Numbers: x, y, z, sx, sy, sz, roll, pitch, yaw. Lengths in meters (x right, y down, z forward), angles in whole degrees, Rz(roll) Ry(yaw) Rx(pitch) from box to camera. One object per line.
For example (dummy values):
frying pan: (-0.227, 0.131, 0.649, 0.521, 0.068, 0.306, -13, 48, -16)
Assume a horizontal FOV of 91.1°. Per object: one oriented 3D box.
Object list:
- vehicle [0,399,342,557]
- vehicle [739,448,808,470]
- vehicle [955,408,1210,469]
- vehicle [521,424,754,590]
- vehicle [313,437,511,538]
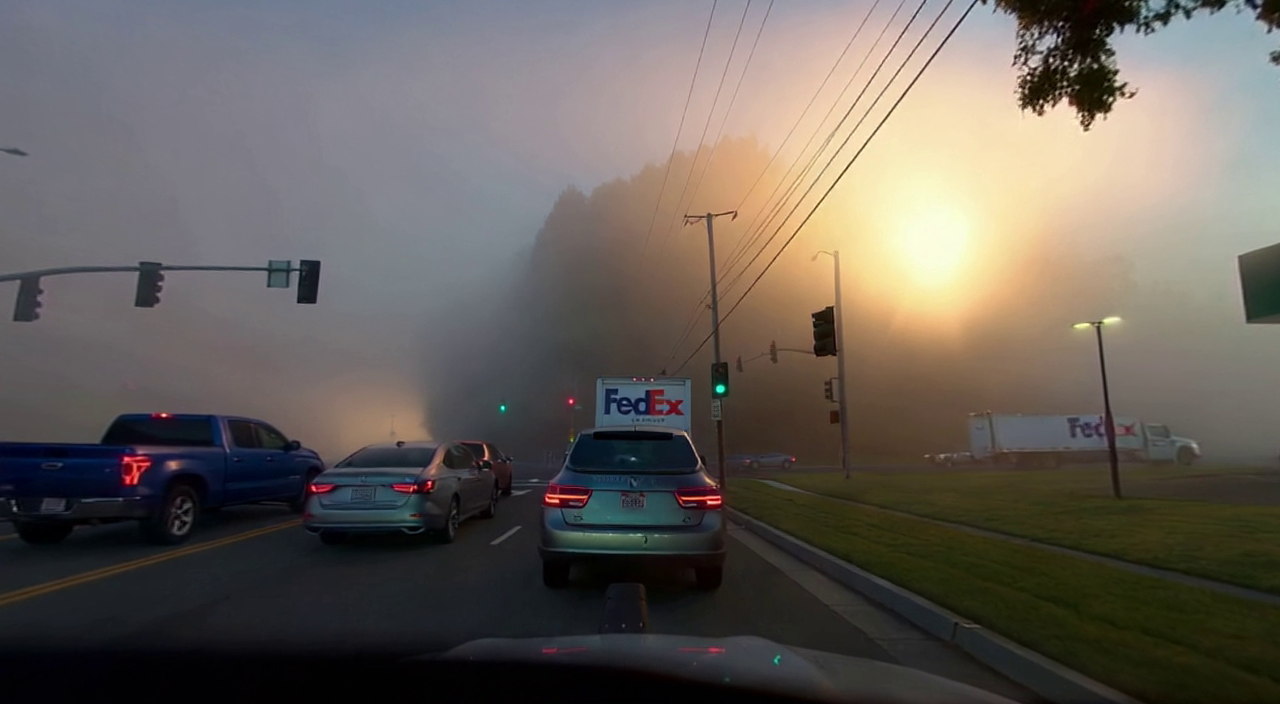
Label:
vehicle: (-7.285, 1.926, 10.392, 2.125, 1.893, 5.498, 0, -9, -2)
vehicle: (10.255, 8.230, 48.347, 4.805, 1.498, 1.889, 0, -7, -5)
vehicle: (25.908, 5.158, 37.150, 12.889, 3.380, 3.345, 1, -9, -4)
vehicle: (-0.029, 1.760, 8.017, 2.145, 1.513, 4.269, 0, -9, 0)
vehicle: (-3.867, 2.364, 11.637, 1.949, 1.487, 4.390, 0, -9, 1)
